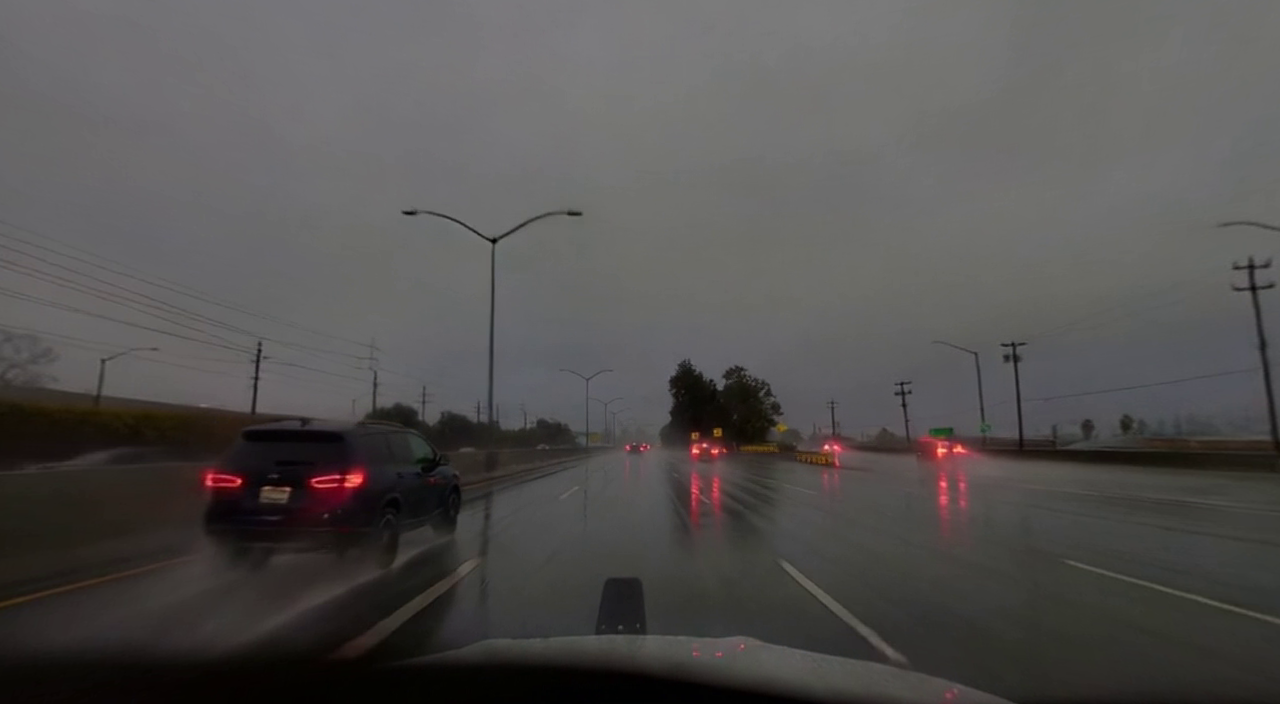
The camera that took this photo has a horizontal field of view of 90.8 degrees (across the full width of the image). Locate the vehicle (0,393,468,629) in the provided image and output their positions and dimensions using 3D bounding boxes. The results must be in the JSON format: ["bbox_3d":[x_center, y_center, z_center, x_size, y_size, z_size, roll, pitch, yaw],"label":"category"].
[{"bbox_3d":[-3.575,1.481,6.909,2.099,1.682,4.590,0,-8,0],"label":"vehicle"}]

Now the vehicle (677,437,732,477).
[{"bbox_3d":[2.870,4.789,29.040,1.997,1.638,4.281,0,-8,-1],"label":"vehicle"}]

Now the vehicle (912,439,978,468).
[{"bbox_3d":[19.763,6.594,41.175,2.070,1.782,5.006,-1,-9,4],"label":"vehicle"}]
